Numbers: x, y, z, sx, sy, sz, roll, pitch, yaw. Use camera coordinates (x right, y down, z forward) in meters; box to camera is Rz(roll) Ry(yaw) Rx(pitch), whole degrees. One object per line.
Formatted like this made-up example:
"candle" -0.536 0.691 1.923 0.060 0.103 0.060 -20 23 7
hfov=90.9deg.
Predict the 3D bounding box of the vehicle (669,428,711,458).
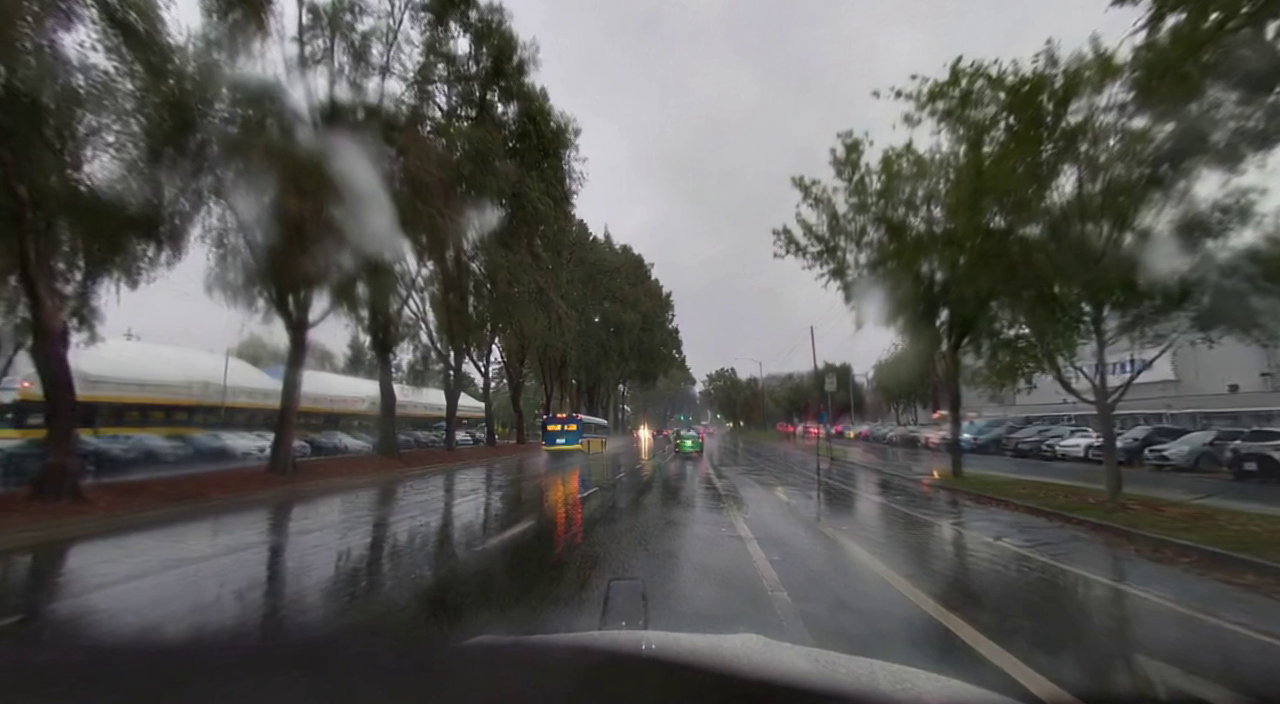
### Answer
"vehicle" 2.738 4.949 34.248 2.123 1.498 4.226 -1 -9 5

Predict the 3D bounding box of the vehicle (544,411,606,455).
"vehicle" -3.986 5.240 40.193 2.485 2.556 6.363 -1 -9 7

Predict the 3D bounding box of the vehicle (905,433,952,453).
"vehicle" 22.388 7.121 49.121 1.849 1.466 4.831 -1 -9 7
